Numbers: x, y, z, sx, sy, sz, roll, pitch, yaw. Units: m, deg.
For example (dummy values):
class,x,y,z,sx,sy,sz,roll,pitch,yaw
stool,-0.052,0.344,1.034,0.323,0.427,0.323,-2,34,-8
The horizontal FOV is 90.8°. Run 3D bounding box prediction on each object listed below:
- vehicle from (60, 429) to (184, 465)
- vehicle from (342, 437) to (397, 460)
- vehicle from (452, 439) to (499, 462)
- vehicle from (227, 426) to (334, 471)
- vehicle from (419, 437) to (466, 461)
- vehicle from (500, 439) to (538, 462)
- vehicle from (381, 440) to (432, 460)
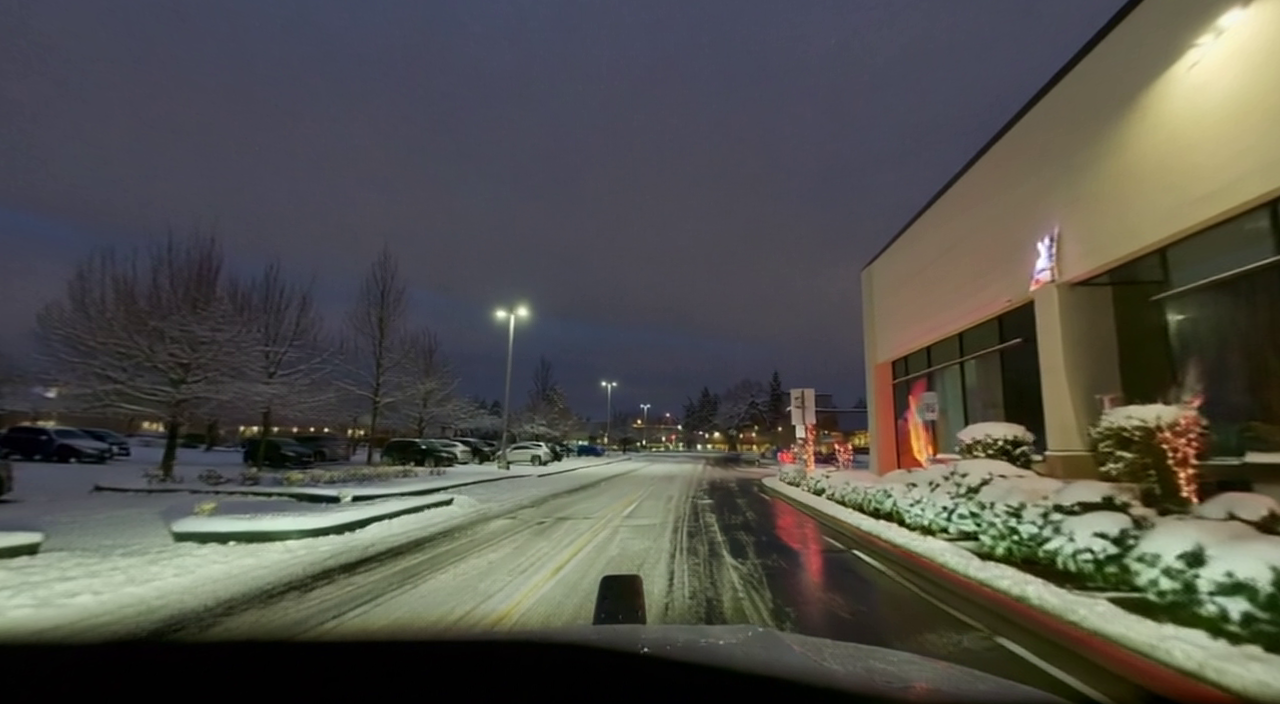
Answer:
class,x,y,z,sx,sy,sz,roll,pitch,yaw
vehicle,-24.528,4.532,30.182,1.876,1.591,4.470,-1,-9,5
vehicle,-20.623,7.361,48.267,1.773,1.498,4.085,3,-8,10
vehicle,-12.337,7.409,47.585,1.928,1.613,4.197,-1,-9,8
vehicle,-16.670,4.499,29.627,1.972,1.923,4.535,-1,-9,5
vehicle,-14.906,7.362,47.832,1.902,1.645,3.903,0,-10,6
vehicle,-9.176,7.504,48.156,1.892,1.597,4.259,0,-9,3
vehicle,-17.696,7.427,48.032,1.909,1.474,3.908,-1,-9,8
